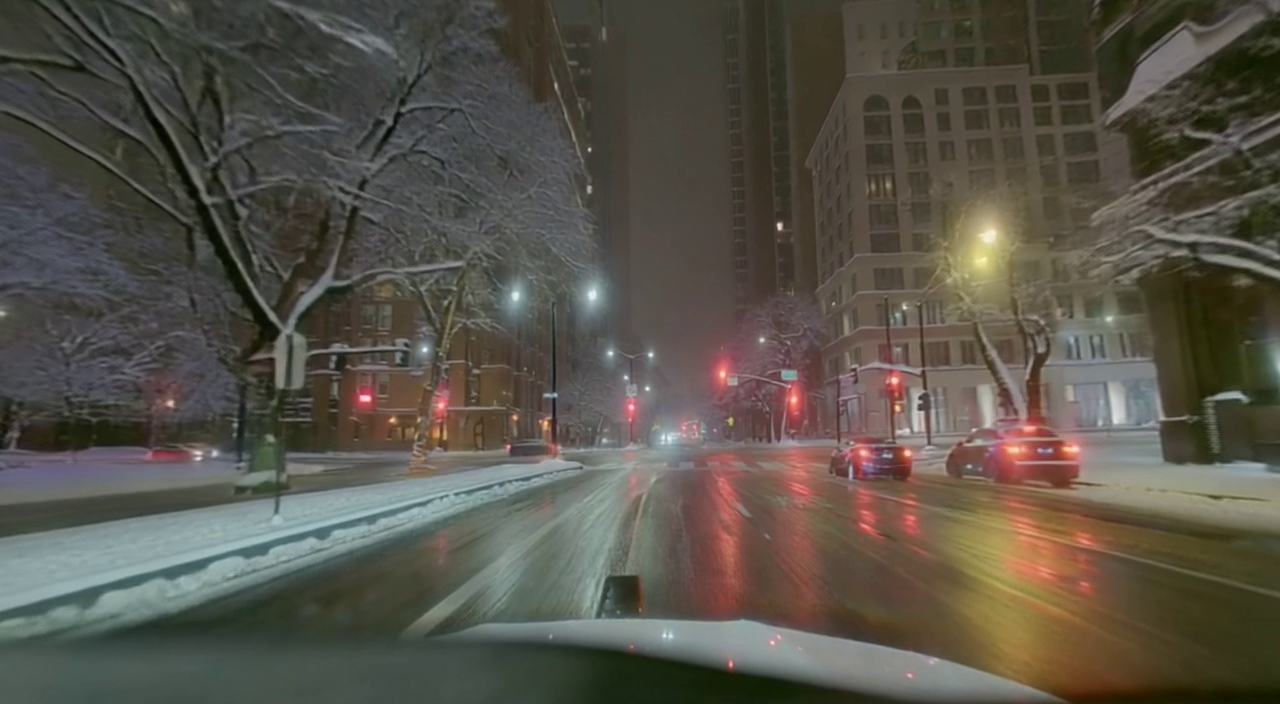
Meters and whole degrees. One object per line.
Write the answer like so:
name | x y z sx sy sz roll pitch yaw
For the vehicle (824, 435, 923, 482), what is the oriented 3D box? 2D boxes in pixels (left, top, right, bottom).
vehicle | 8.309 3.826 23.032 1.936 1.489 4.885 -1 -8 2

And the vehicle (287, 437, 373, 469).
vehicle | -19.521 6.336 39.802 4.779 1.910 2.125 -4 -9 21

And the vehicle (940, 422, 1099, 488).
vehicle | 11.697 3.225 20.009 2.027 1.810 4.854 0 -8 0

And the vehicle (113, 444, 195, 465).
vehicle | -35.600 7.509 46.371 4.503 1.475 1.789 0 -8 0

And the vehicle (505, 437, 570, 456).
vehicle | -8.055 7.446 49.810 4.762 1.420 1.814 -1 -8 1
